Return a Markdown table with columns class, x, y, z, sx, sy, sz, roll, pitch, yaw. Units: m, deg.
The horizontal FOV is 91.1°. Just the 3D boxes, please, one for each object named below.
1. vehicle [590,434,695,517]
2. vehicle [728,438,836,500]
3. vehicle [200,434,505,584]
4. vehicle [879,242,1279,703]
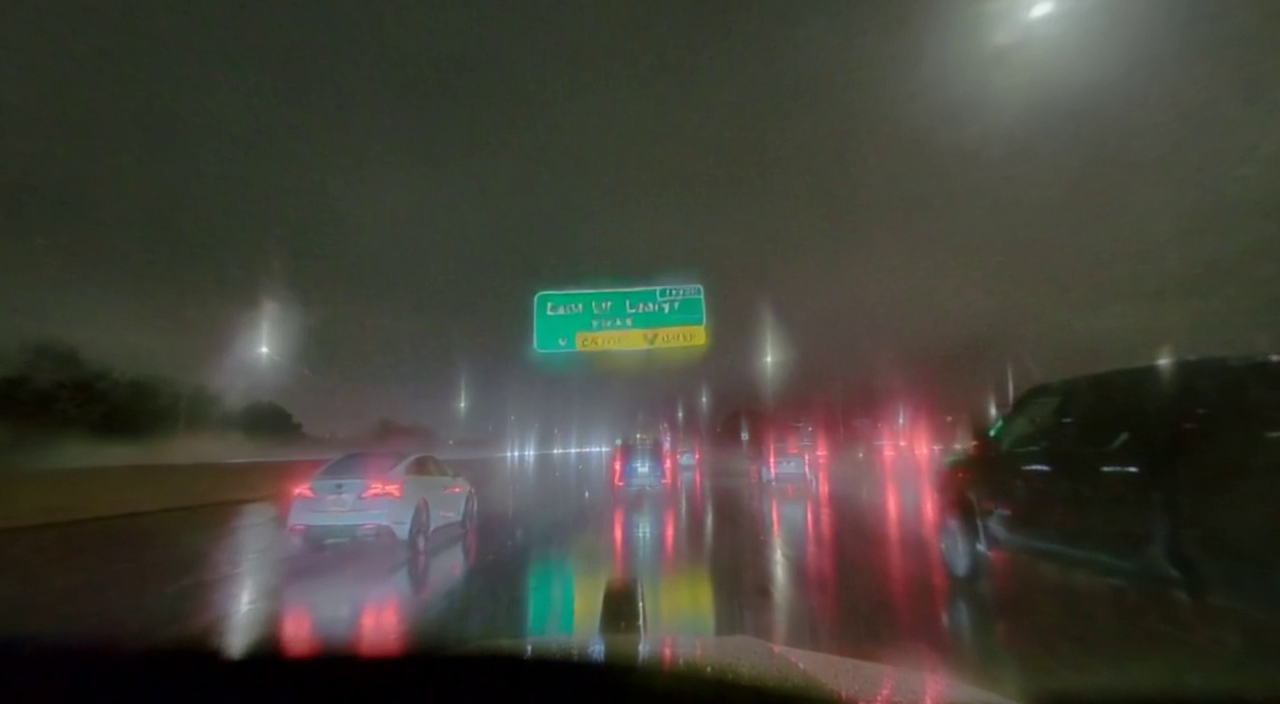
| class | x | y | z | sx | sy | sz | roll | pitch | yaw |
| --- | --- | --- | --- | --- | --- | --- | --- | --- | --- |
| vehicle | 0.050 | 2.796 | 14.670 | 2.099 | 1.640 | 4.134 | 0 | -9 | 0 |
| vehicle | 4.136 | 3.483 | 19.078 | 2.210 | 1.625 | 4.249 | 0 | -9 | -1 |
| vehicle | -3.471 | 1.984 | 8.855 | 2.011 | 1.510 | 4.698 | -1 | -9 | 1 |
| vehicle | 3.882 | 0.771 | 3.539 | 2.732 | 2.065 | 5.826 | 0 | -9 | 0 |
